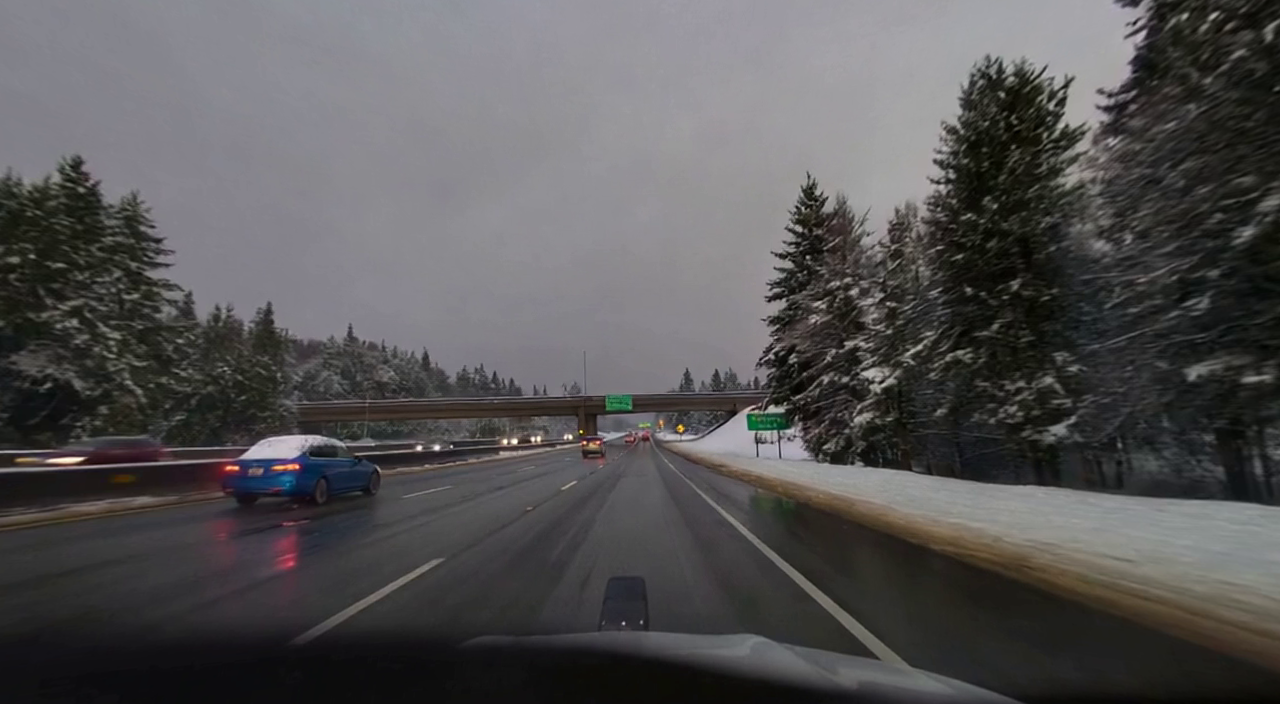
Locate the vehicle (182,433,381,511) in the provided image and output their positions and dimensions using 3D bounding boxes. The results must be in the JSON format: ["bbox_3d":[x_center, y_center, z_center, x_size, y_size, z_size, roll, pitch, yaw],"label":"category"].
[{"bbox_3d":[-7.796,2.636,14.304,1.987,1.486,4.174,0,-8,1],"label":"vehicle"}]

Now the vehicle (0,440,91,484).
[{"bbox_3d":[-21.728,3.819,22.111,1.655,1.420,3.524,0,-8,1],"label":"vehicle"}]
